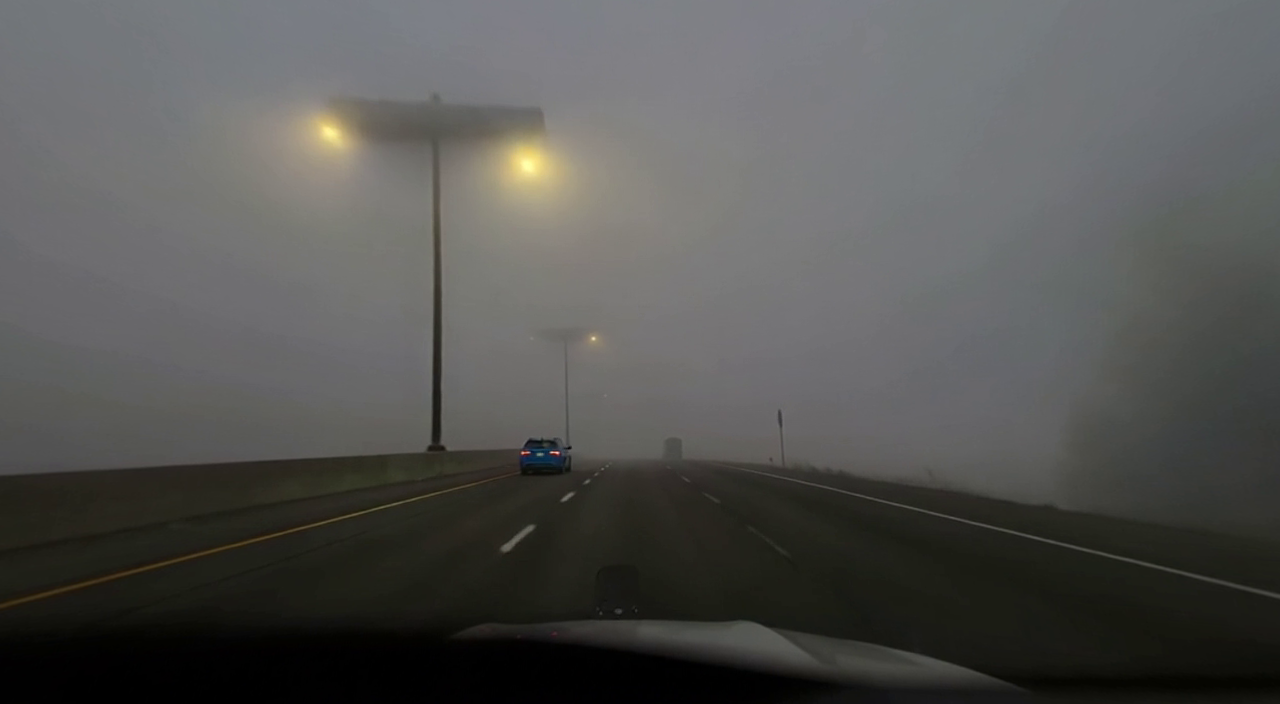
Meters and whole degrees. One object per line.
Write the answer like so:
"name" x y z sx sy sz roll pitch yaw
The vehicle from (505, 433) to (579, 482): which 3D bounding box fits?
"vehicle" -3.837 4.261 25.778 2.205 1.773 5.124 0 -9 0
